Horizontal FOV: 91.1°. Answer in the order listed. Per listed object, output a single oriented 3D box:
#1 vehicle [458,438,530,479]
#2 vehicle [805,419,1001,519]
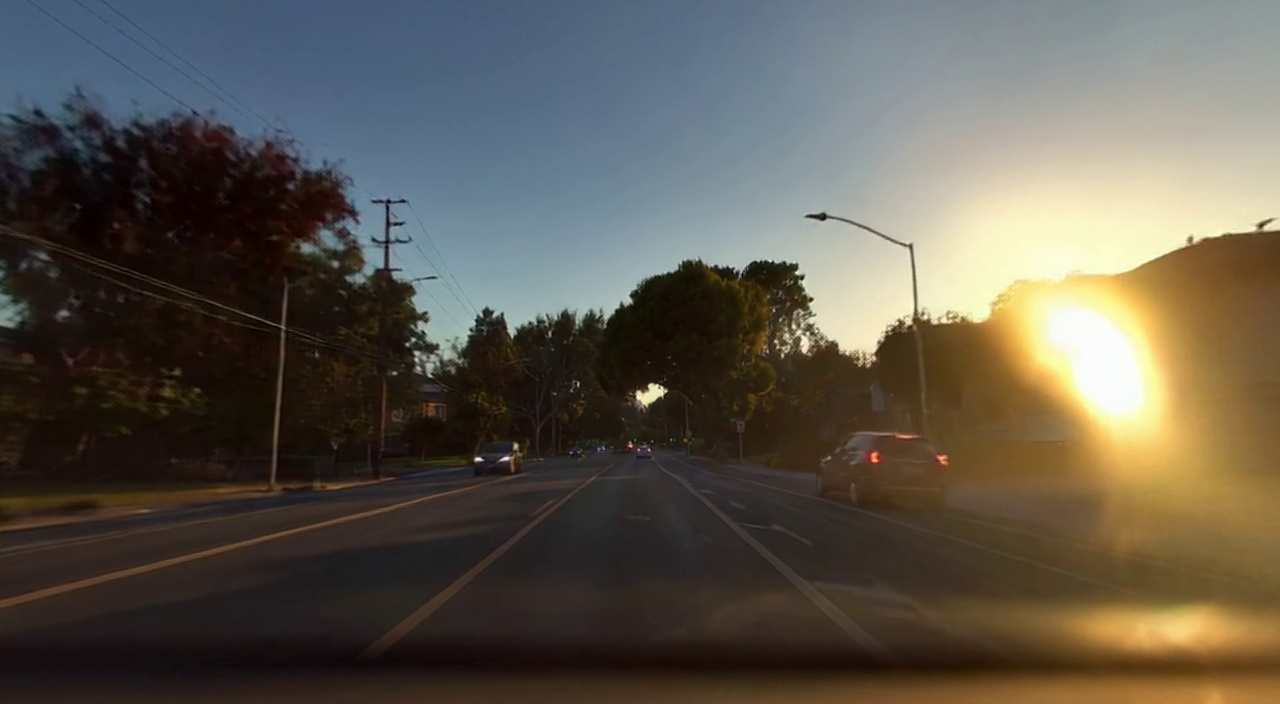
[{"bbox_3d":[-7.354,5.453,32.371,2.325,1.877,5.690,-1,-9,1],"label":"vehicle"},{"bbox_3d":[5.441,2.493,13.920,2.114,1.799,4.960,0,-9,-1],"label":"vehicle"}]
